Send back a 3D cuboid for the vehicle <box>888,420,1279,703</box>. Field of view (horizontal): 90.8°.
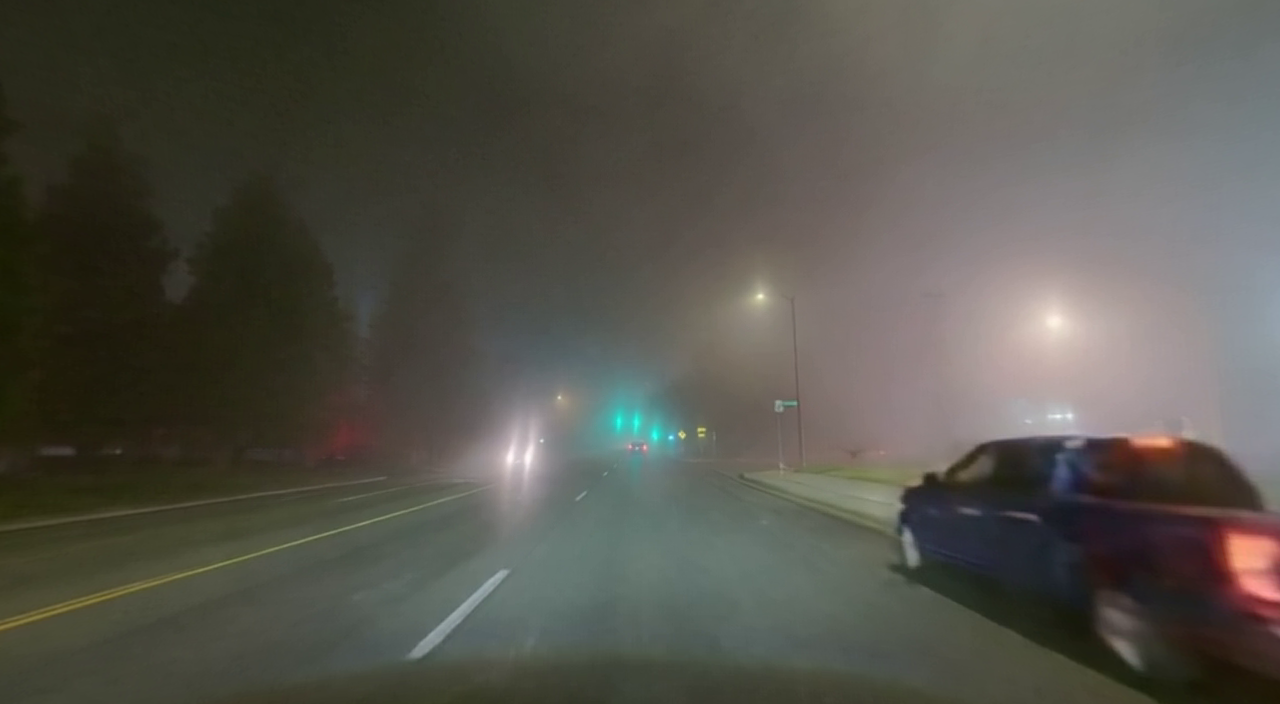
[{"bbox_3d":[3.737,1.353,4.821,1.942,1.502,4.244,0,-8,0],"label":"vehicle"}]
